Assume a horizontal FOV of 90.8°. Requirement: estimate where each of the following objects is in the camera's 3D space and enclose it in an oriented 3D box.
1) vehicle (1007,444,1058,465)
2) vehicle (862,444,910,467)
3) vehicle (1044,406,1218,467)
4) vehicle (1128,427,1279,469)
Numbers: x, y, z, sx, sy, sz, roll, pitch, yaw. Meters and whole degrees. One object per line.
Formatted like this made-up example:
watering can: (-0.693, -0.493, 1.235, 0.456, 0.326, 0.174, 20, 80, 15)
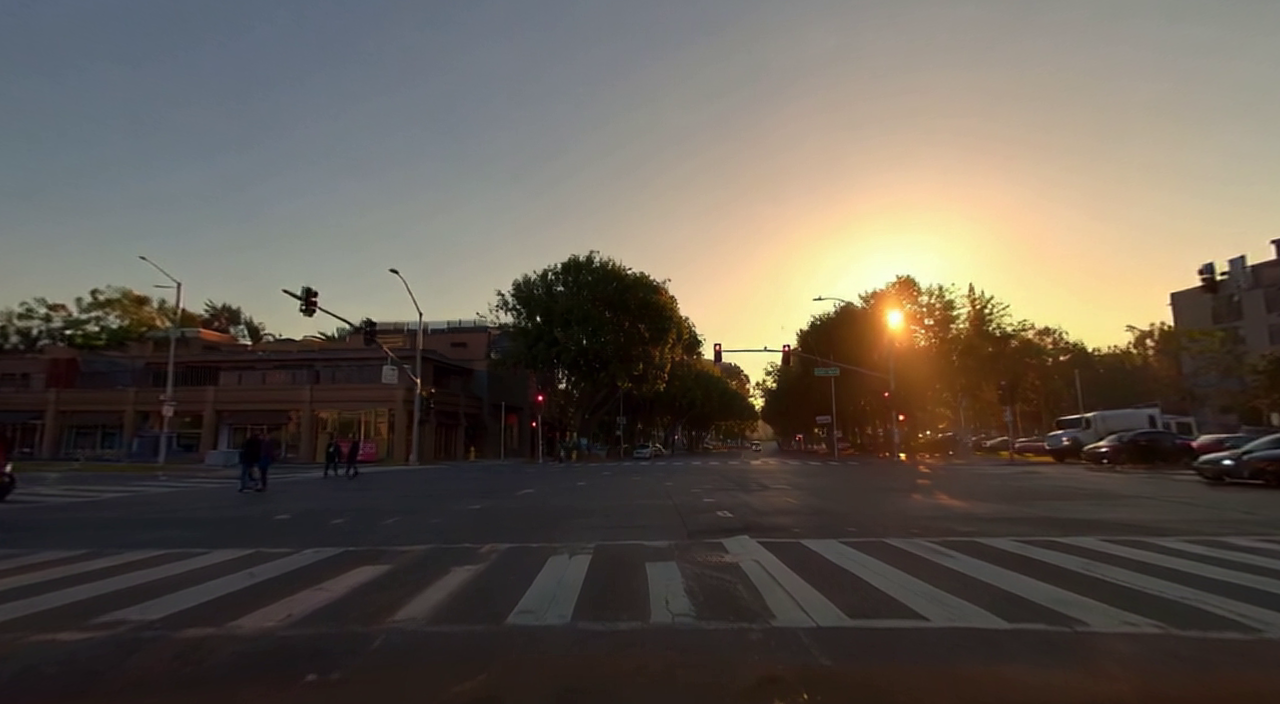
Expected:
vehicle: (27.722, 7.266, 44.755, 1.589, 1.405, 3.633, -1, -9, 6)
vehicle: (17.557, 7.379, 45.282, 1.789, 1.557, 4.293, 0, -9, 1)
vehicle: (22.994, 4.014, 29.858, 5.855, 2.746, 2.523, -1, -9, 4)
vehicle: (21.366, 3.567, 23.485, 4.740, 1.464, 1.876, -1, -9, 3)
